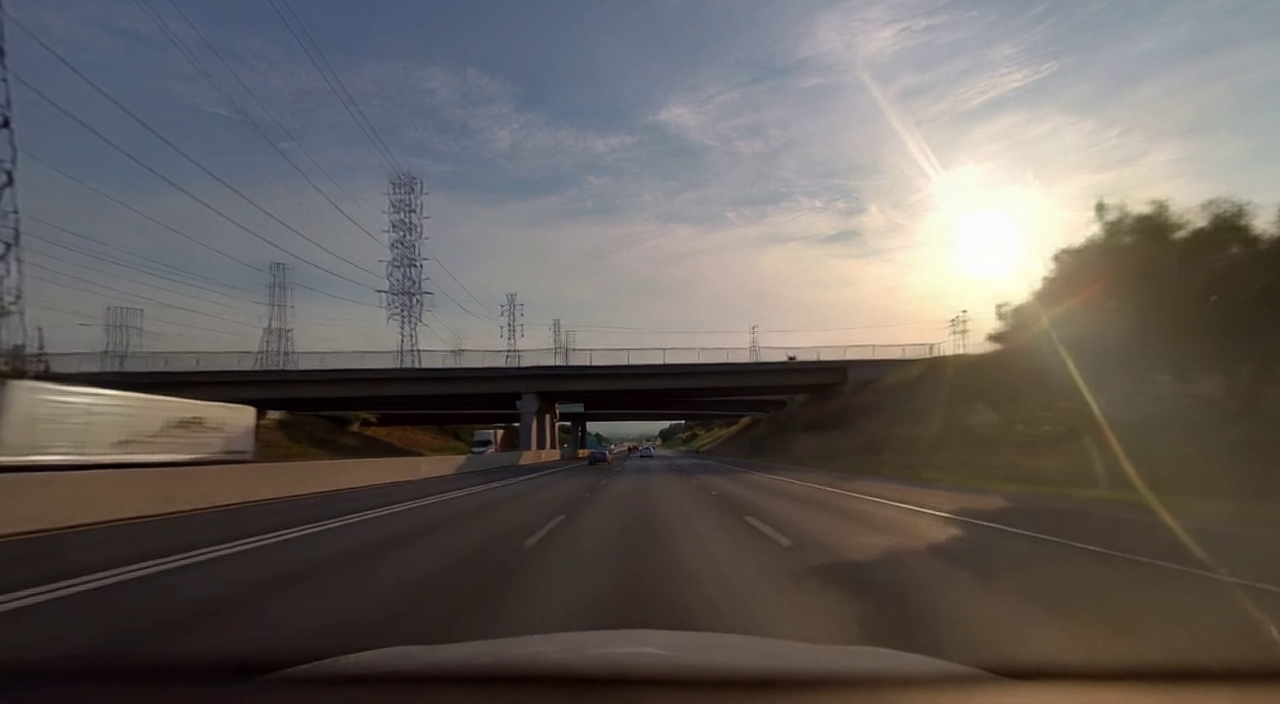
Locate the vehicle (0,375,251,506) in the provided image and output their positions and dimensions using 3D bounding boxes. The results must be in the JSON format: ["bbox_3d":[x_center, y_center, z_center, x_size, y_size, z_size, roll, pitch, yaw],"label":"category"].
[{"bbox_3d":[-20.009,3.266,22.733,2.903,3.782,14.097,0,-9,1],"label":"vehicle"}]

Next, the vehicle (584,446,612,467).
[{"bbox_3d":[-3.233,8.159,49.173,1.924,1.550,4.165,0,-9,1],"label":"vehicle"}]
